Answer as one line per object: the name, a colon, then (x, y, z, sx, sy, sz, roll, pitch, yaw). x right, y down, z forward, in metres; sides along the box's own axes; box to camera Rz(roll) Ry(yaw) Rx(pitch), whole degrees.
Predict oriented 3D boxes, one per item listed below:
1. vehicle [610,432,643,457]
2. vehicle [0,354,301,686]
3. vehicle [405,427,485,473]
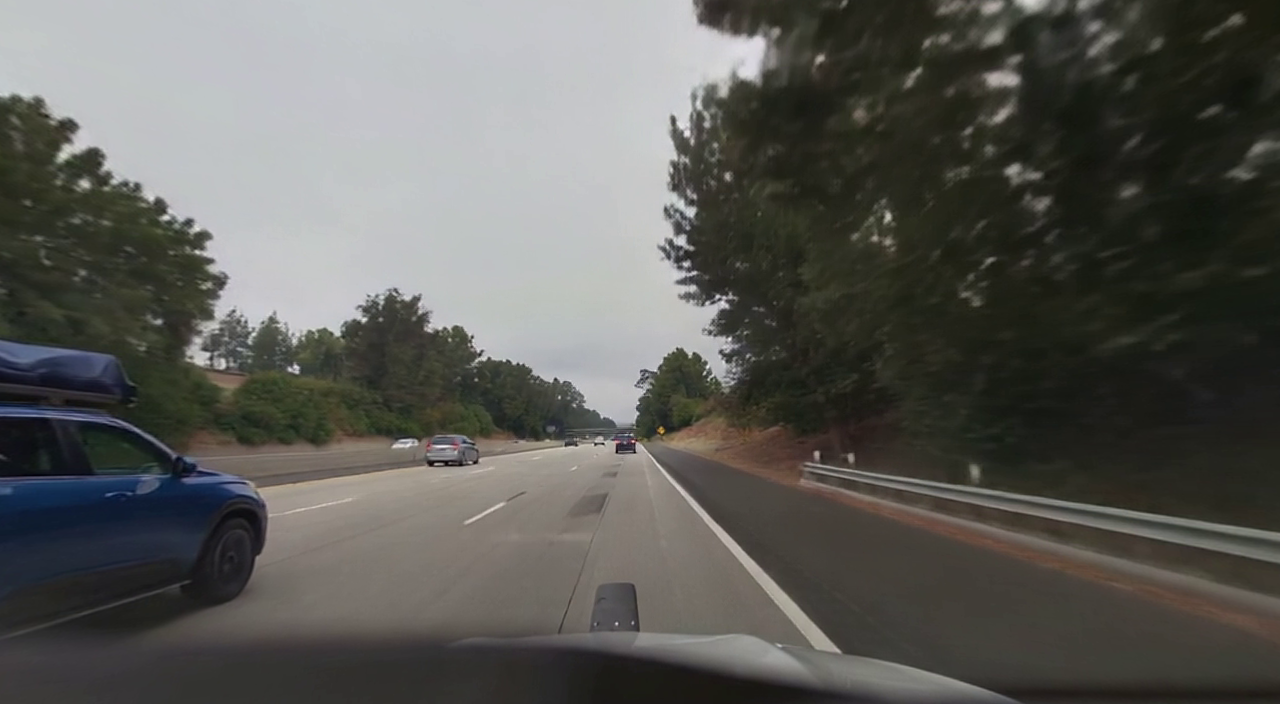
vehicle: (-0.921, 6.405, 43.763, 2.178, 1.658, 3.916, 0, -7, -1)
vehicle: (-4.442, 0.977, 3.980, 2.069, 1.748, 4.652, 0, -8, -1)
vehicle: (-8.042, 4.062, 26.420, 1.964, 1.745, 4.338, 0, -7, 0)
